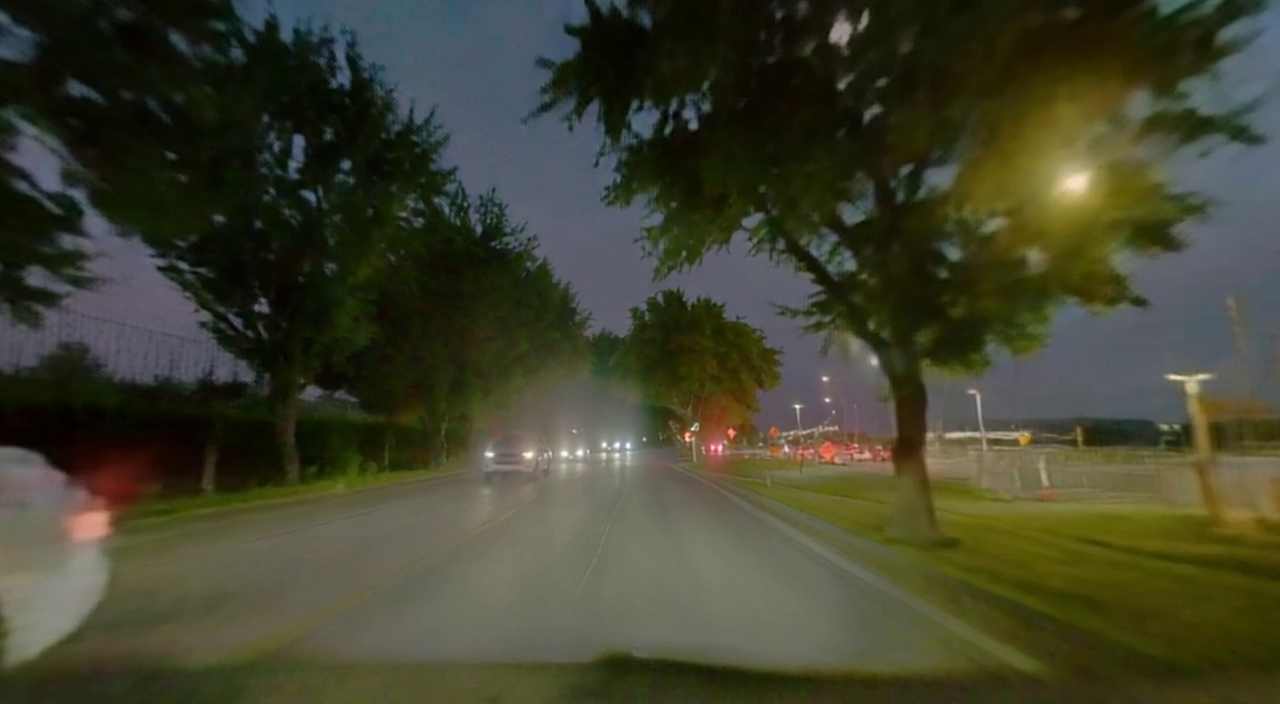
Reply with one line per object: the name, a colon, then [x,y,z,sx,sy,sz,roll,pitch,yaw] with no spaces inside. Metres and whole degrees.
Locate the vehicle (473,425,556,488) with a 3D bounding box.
vehicle: [-4.411,3.740,22.970,2.064,2.009,4.512,-1,-8,0]

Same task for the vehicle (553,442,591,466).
vehicle: [-4.490,6.780,42.191,1.964,1.481,4.199,-1,-8,2]
